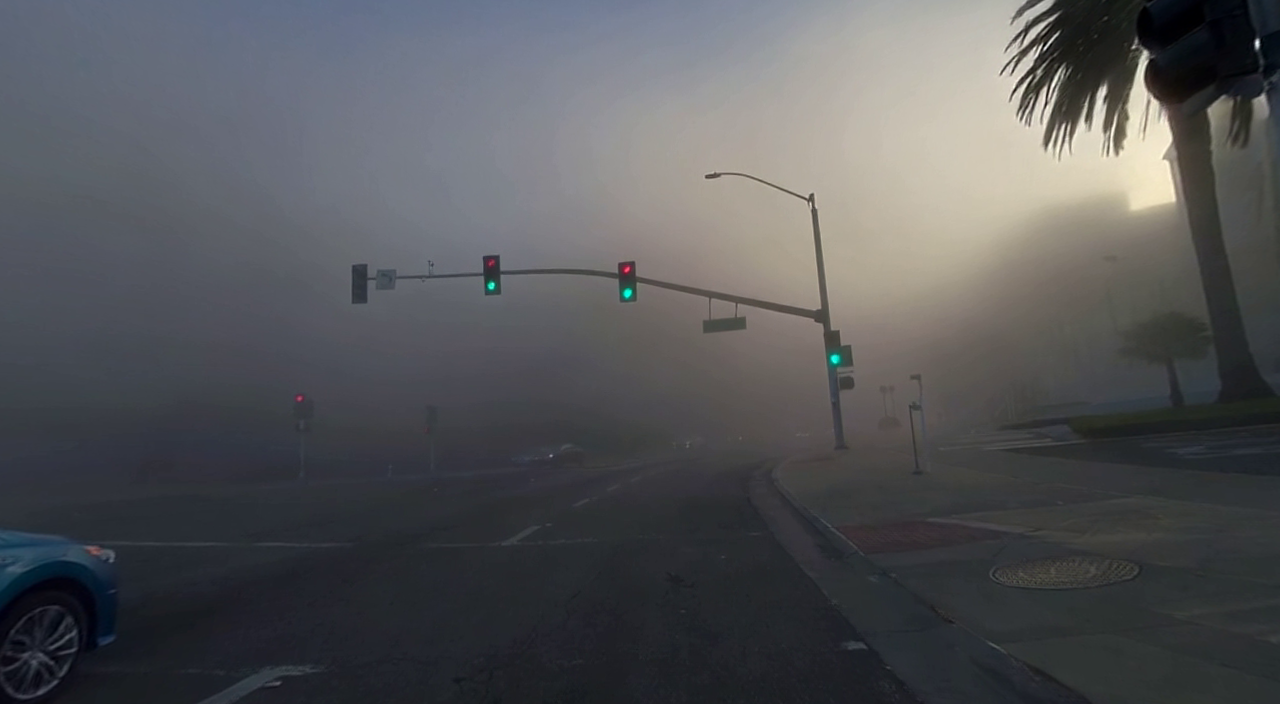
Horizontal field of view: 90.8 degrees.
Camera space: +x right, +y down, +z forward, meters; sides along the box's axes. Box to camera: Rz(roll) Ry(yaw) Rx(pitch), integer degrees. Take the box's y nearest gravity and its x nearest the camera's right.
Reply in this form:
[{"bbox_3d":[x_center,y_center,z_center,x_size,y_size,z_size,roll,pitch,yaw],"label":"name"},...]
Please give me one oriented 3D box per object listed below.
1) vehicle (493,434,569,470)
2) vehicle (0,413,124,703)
[{"bbox_3d":[-5.682,5.301,33.636,2.181,1.792,4.648,-3,-9,16],"label":"vehicle"},{"bbox_3d":[-3.334,0.709,0.506,2.071,1.482,4.446,0,-9,0],"label":"vehicle"}]
